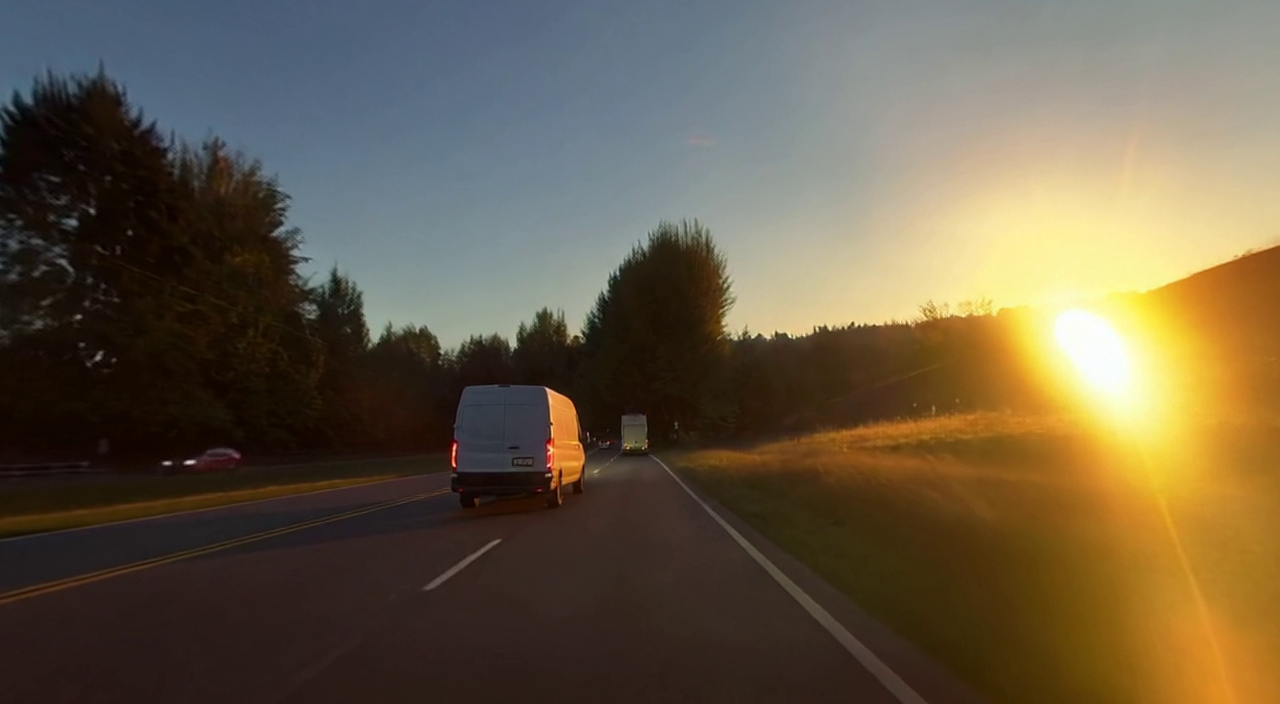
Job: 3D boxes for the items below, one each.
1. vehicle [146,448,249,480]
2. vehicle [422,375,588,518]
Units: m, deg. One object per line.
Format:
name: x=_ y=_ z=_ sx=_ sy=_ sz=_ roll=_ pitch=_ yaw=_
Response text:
vehicle: x=-22.749 y=5.766 z=32.620 sx=1.979 sy=1.499 sz=4.612 roll=0 pitch=-8 yaw=0
vehicle: x=-2.755 y=2.187 z=14.741 sx=2.497 sy=2.628 sz=6.016 roll=0 pitch=-8 yaw=0
